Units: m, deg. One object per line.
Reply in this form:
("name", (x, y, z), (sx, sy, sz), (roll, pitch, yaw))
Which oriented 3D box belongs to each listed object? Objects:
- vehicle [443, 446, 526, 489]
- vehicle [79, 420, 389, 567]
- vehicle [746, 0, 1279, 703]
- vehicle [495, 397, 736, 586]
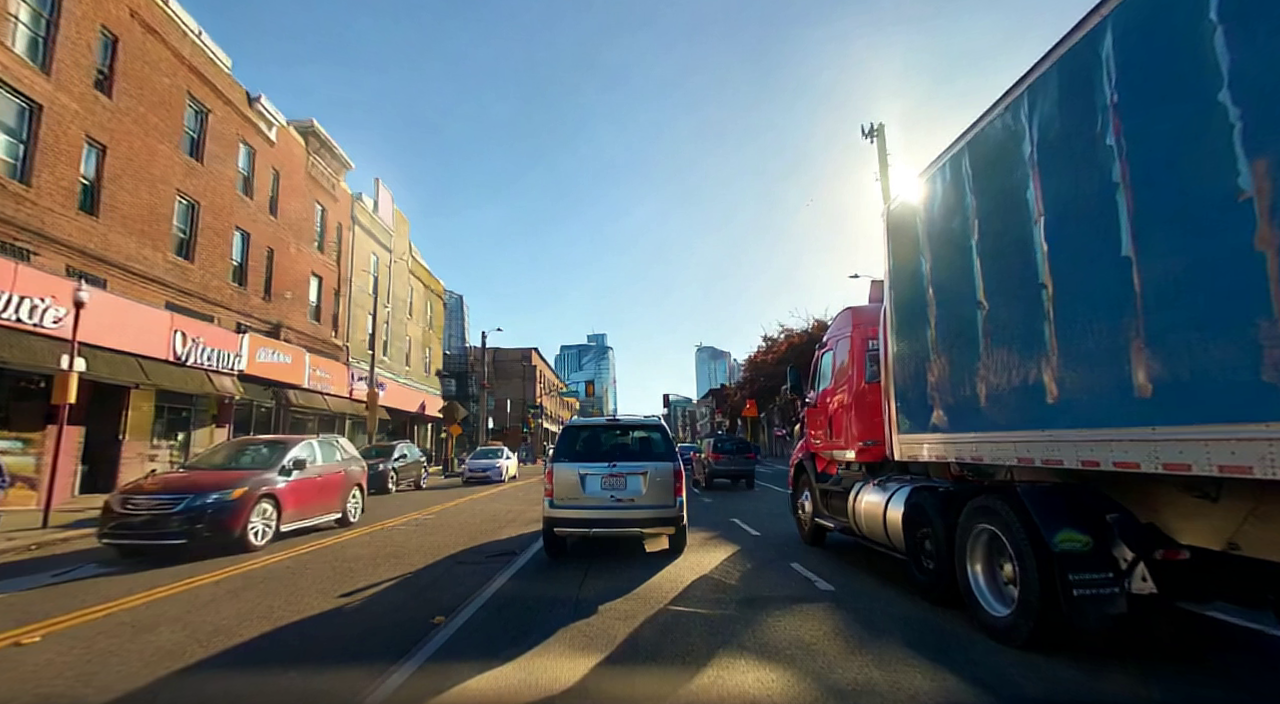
("vehicle", (-5.745, 4.310, 23.952), (1.997, 1.467, 4.373), (0, -9, 0))
("vehicle", (-5.710, 2.011, 9.733), (1.960, 1.736, 4.255), (0, -9, -1))
("vehicle", (2.911, 0.078, 3.585), (2.913, 3.771, 9.716), (0, -9, 0))
("vehicle", (-0.238, 1.671, 8.369), (2.283, 1.783, 4.548), (0, -9, 0))
